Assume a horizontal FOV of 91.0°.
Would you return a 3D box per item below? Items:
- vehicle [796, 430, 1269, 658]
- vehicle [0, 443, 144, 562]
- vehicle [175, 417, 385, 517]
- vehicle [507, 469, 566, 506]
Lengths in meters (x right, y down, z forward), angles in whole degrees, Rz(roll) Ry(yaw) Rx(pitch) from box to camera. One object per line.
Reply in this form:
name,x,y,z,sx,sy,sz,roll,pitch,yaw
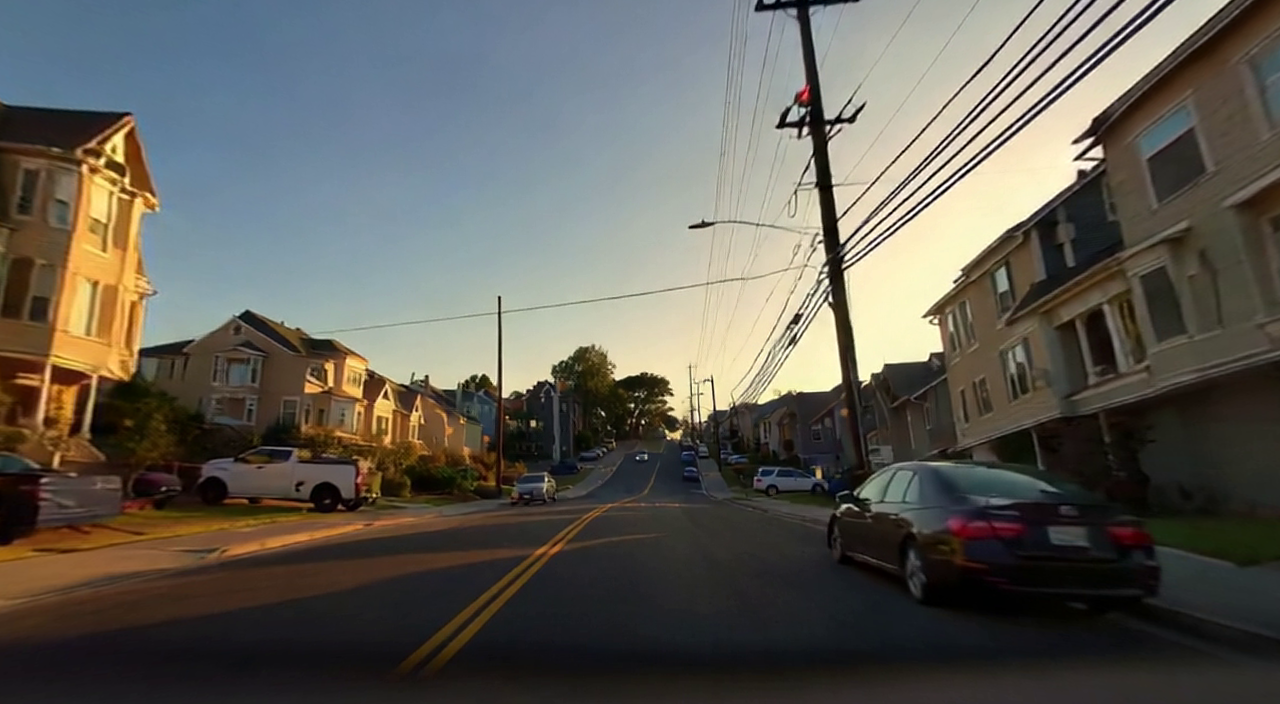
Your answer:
vehicle,3.190,1.692,6.468,1.945,1.500,4.363,0,-11,-1
vehicle,-11.415,2.585,11.518,4.526,1.806,2.043,-5,-9,31
vehicle,-12.115,4.019,21.615,5.503,2.906,2.584,-3,-15,1
vehicle,-5.477,7.281,33.909,2.156,1.764,4.410,-3,-12,4
